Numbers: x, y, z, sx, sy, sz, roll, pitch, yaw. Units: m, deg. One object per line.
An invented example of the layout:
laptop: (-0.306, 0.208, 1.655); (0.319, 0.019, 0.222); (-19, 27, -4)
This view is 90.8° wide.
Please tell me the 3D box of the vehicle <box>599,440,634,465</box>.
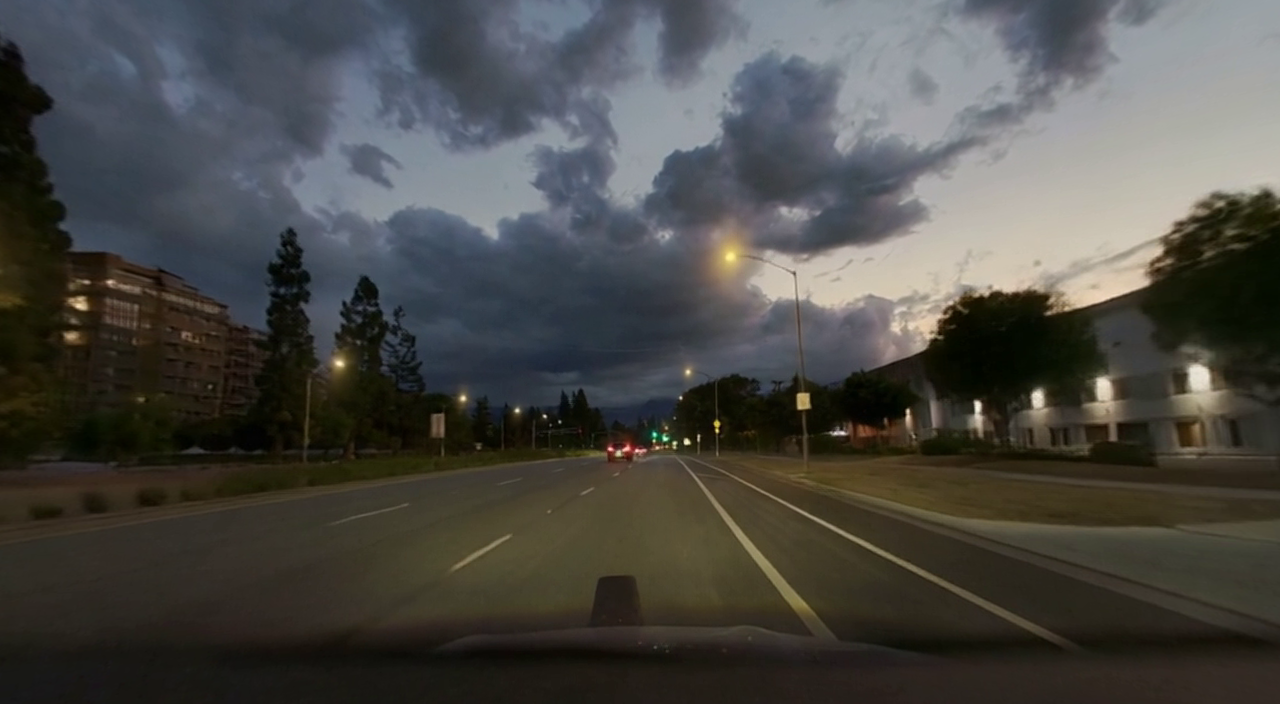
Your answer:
vehicle: (-1.607, 7.171, 45.054); (2.121, 1.654, 3.993); (0, -9, 3)
